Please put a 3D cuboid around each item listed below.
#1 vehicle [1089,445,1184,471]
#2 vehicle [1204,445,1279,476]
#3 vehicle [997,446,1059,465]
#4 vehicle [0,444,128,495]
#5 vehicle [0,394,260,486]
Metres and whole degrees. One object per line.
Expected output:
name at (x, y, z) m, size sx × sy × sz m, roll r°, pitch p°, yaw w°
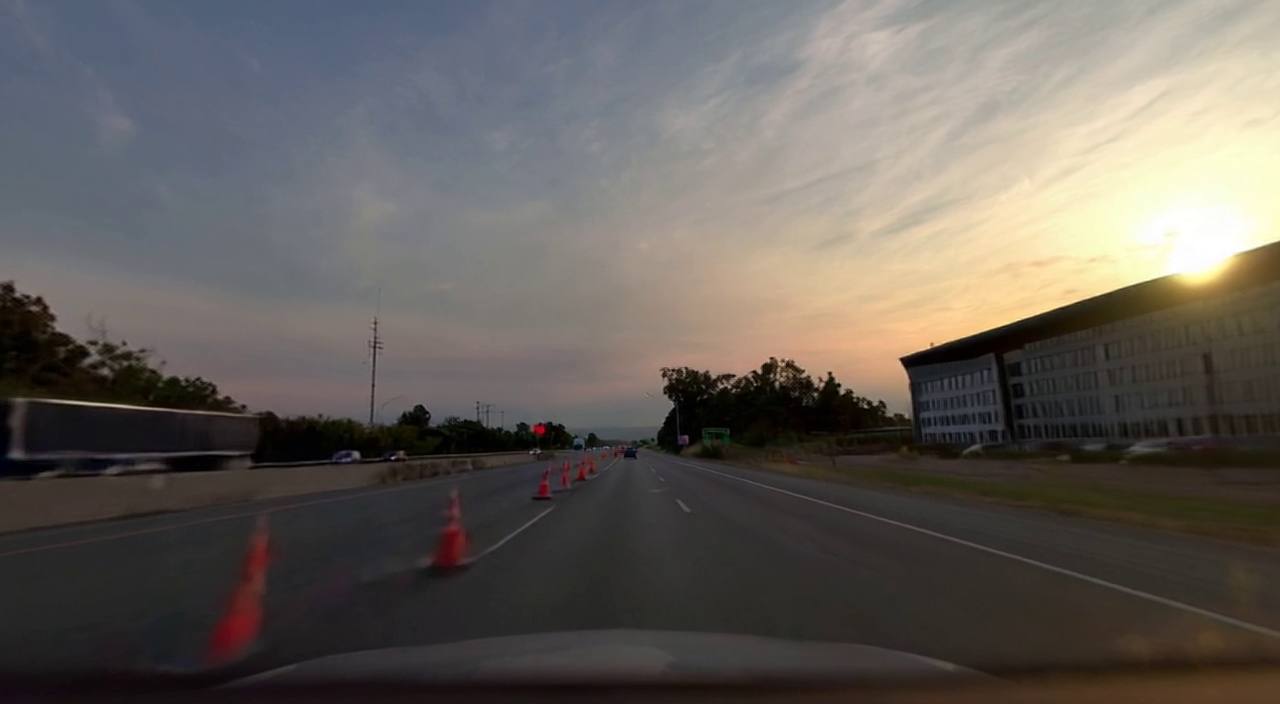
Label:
vehicle at (29.750, 6.363, 37.934) m, size 3.988 × 1.507 × 1.965 m, roll 0°, pitch -10°, yaw 1°
vehicle at (30.161, 5.228, 30.628) m, size 3.771 × 1.435 × 1.944 m, roll 0°, pitch -8°, yaw -2°
vehicle at (29.798, 7.939, 48.587) m, size 3.595 × 1.393 × 1.803 m, roll 0°, pitch -9°, yaw -2°
vehicle at (-20.848, 3.996, 21.812) m, size 1.932 × 1.556 × 5.257 m, roll 0°, pitch -9°, yaw 0°
vehicle at (-27.971, 5.101, 35.802) m, size 2.877 × 3.965 × 16.520 m, roll 0°, pitch -9°, yaw -1°
